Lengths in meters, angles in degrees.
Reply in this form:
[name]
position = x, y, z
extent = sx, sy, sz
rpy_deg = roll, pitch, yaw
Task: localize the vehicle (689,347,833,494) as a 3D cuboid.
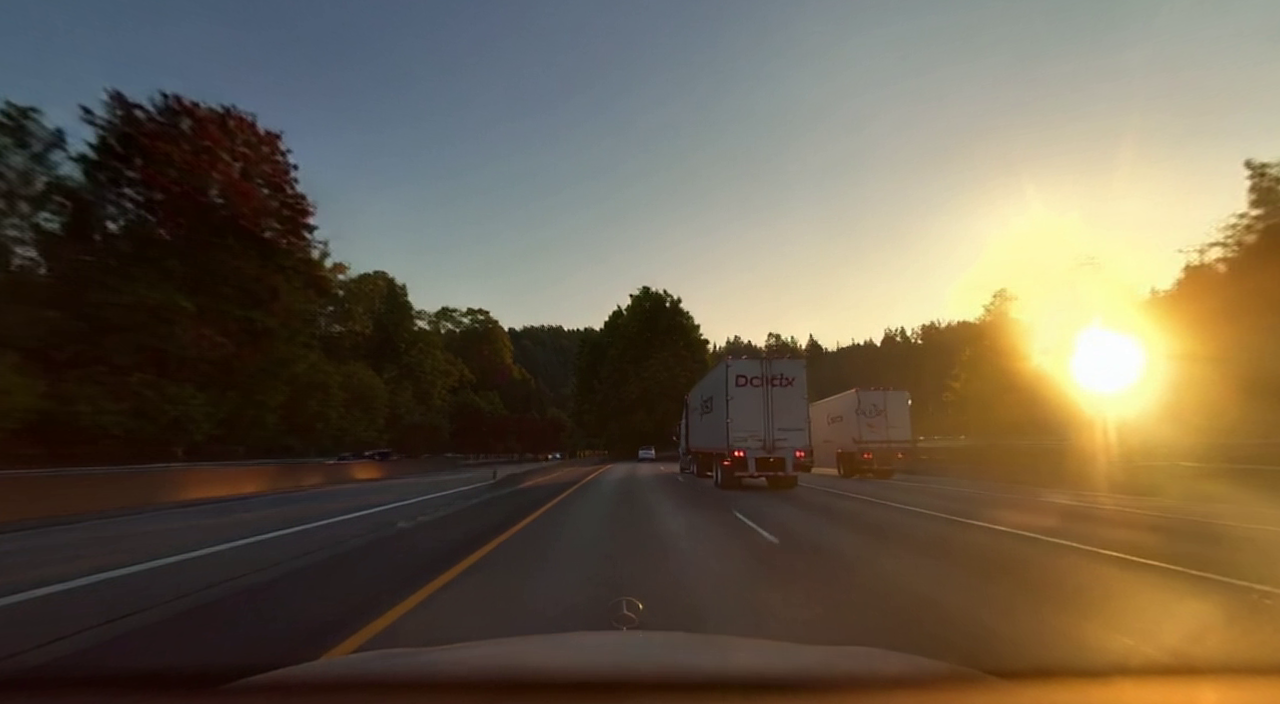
[vehicle]
position = 3.655, 2.581, 21.949
extent = 3.025, 4.010, 9.542
rpy_deg = 0, -9, 0
